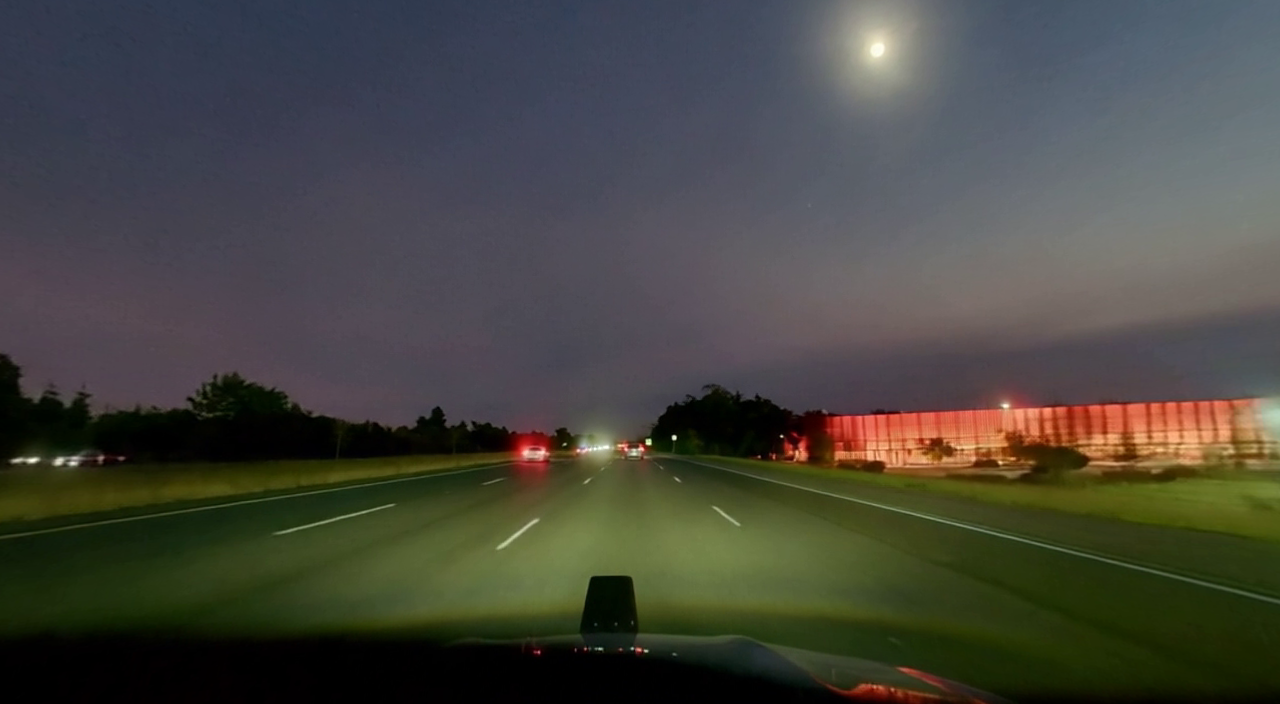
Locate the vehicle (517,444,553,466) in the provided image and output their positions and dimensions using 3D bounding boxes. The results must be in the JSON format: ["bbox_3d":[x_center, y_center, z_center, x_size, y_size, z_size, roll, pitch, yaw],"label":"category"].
[{"bbox_3d":[-7.950,7.836,48.343,1.991,1.572,4.314,0,-9,0],"label":"vehicle"}]
